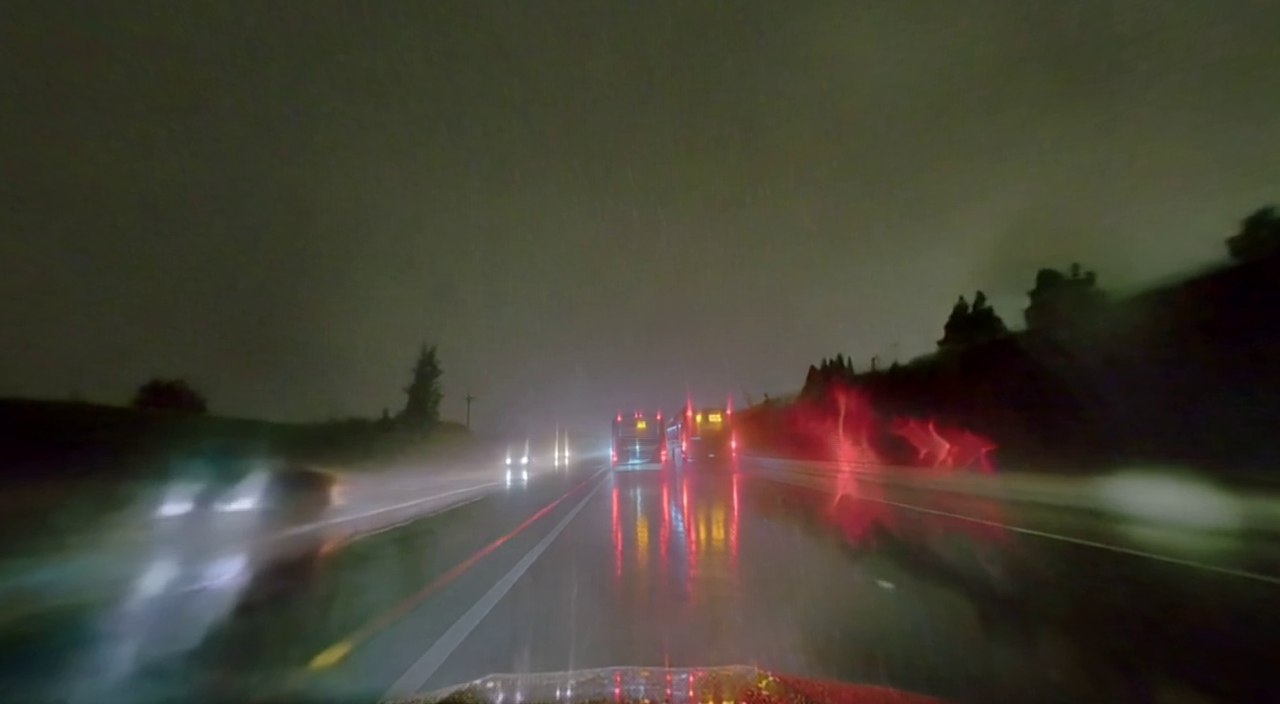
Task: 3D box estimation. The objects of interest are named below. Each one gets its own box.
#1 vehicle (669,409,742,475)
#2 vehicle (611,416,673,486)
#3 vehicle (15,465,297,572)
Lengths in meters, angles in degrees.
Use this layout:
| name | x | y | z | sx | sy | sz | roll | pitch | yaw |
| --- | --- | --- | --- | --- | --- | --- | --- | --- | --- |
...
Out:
| name | x | y | z | sx | sy | sz | roll | pitch | yaw |
| --- | --- | --- | --- | --- | --- | --- | --- | --- | --- |
| vehicle | 4.020 | 6.044 | 41.827 | 3.074 | 3.668 | 12.805 | -1 | -9 | -2 |
| vehicle | 0.011 | 4.301 | 27.420 | 2.414 | 2.675 | 5.574 | -1 | -9 | -2 |
| vehicle | -8.763 | 3.004 | 12.020 | 1.893 | 1.482 | 4.464 | -1 | -9 | -1 |
